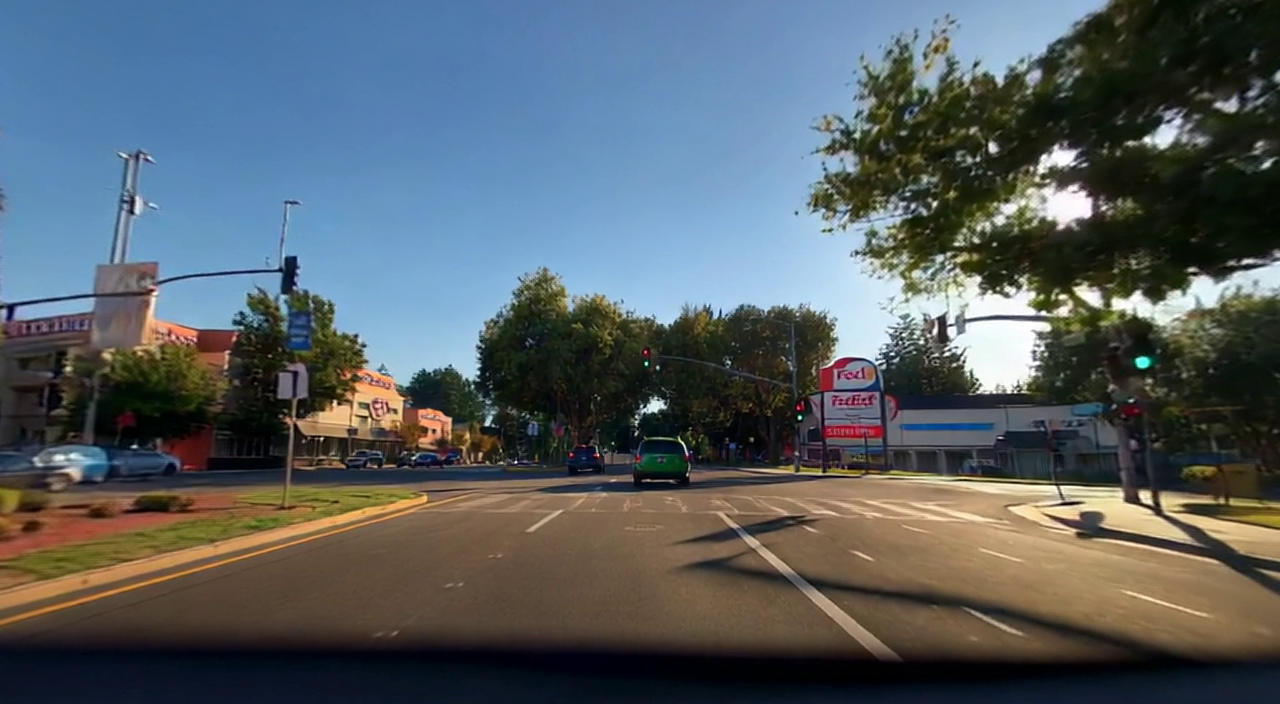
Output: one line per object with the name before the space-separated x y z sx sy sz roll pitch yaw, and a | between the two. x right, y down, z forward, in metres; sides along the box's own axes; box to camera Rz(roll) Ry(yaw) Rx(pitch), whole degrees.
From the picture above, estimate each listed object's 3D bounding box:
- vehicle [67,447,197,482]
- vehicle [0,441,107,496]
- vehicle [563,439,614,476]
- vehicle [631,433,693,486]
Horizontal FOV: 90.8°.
vehicle | -24.309 5.355 30.543 2.030 1.522 5.068 0 -8 0
vehicle | -18.948 3.433 18.816 1.950 1.512 4.794 0 -8 0
vehicle | -2.671 5.660 34.080 2.202 1.856 4.516 0 -8 2
vehicle | 0.836 4.301 25.660 2.273 1.909 5.075 0 -8 1
